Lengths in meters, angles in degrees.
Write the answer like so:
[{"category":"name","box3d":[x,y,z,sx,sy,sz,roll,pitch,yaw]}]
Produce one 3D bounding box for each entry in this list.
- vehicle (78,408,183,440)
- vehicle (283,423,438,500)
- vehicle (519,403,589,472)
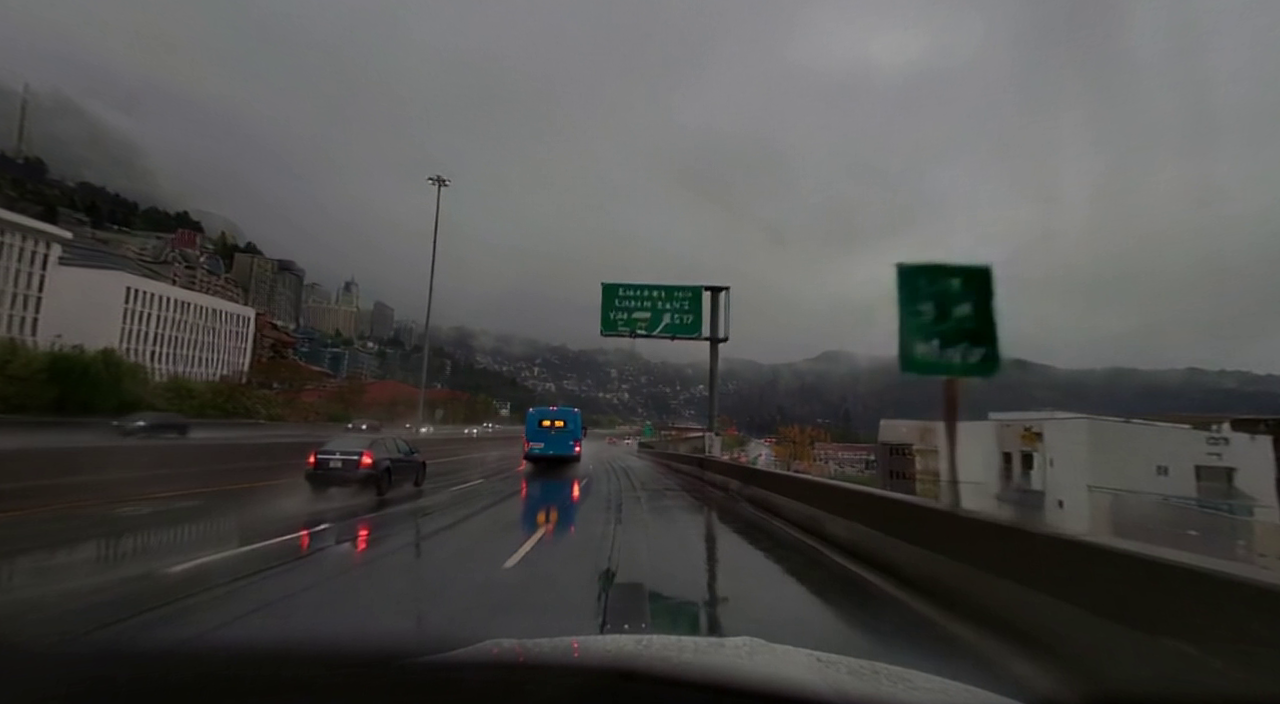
[{"category":"vehicle","box3d":[-32.015,4.590,39.825,2.187,1.813,5.007,-1,-9,4]},{"category":"vehicle","box3d":[-7.010,2.802,16.448,1.993,1.690,4.450,0,-9,0]},{"category":"vehicle","box3d":[-4.121,4.413,31.616,2.888,2.944,8.373,2,-10,-5]}]
